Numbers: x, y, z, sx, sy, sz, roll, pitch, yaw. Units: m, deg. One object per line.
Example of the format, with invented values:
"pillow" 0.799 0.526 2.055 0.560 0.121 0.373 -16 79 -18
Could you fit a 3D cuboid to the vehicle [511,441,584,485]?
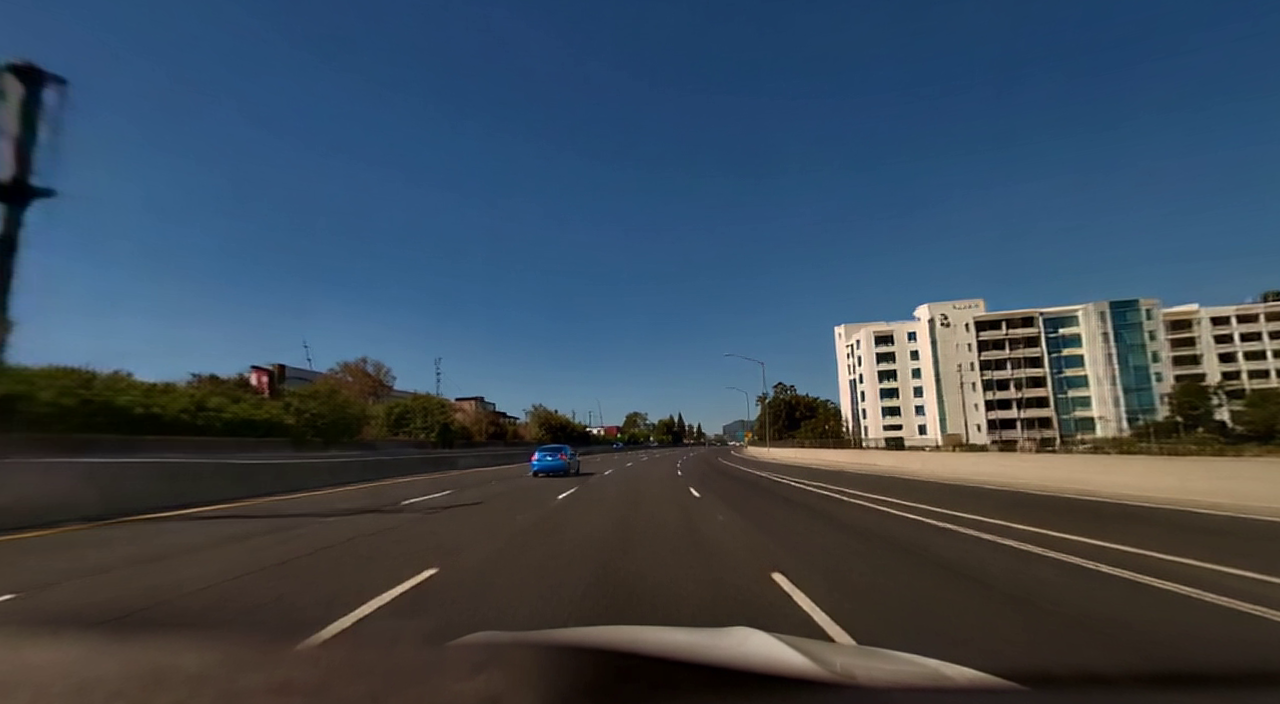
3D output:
"vehicle" -3.610 4.402 25.488 2.087 1.566 4.756 -1 -8 2
